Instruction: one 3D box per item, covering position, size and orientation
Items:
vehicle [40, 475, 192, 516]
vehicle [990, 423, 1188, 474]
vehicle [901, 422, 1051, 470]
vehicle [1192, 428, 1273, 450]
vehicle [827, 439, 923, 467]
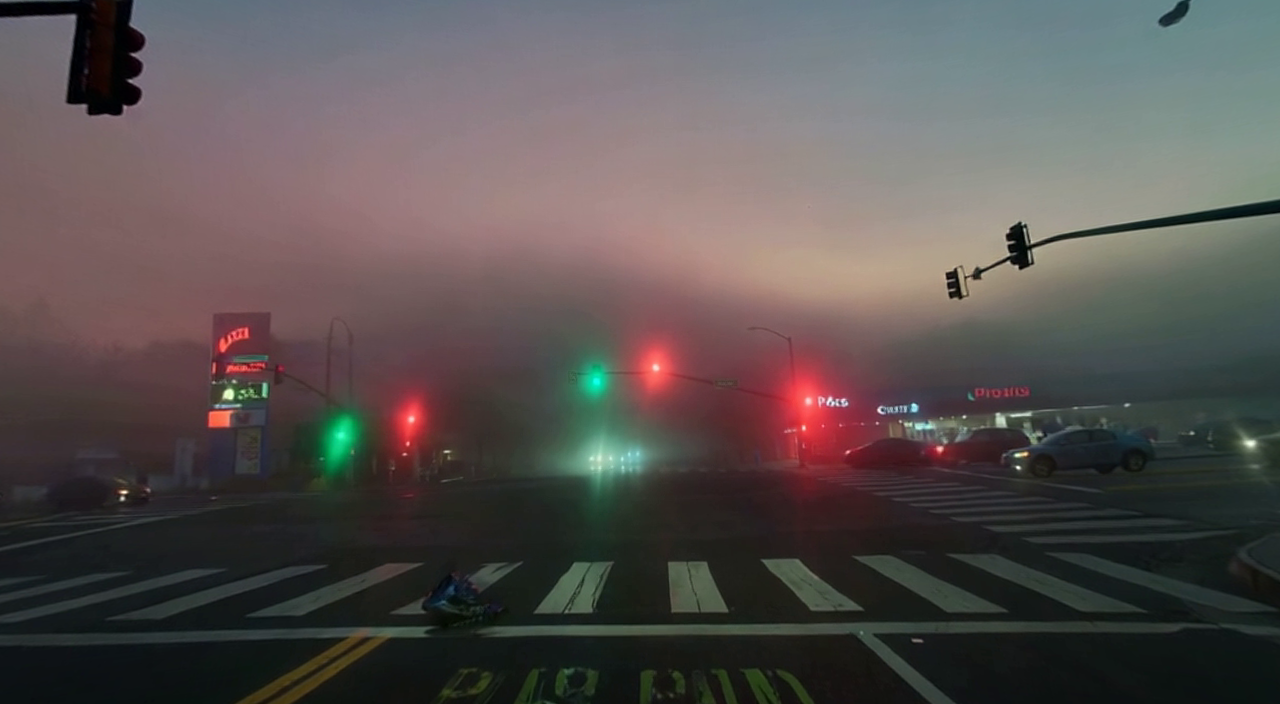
[{"bbox_3d":[-21.141,5.794,25.609,4.676,1.463,1.909,-1,-8,6],"label":"vehicle"},{"bbox_3d":[14.372,3.153,20.613,4.835,1.487,1.913,-4,-9,20],"label":"vehicle"},{"bbox_3d":[13.028,3.726,24.926,4.916,1.730,1.986,-4,-9,21],"label":"vehicle"},{"bbox_3d":[42.068,6.192,44.868,4.347,1.446,1.777,1,-9,-10],"label":"vehicle"},{"bbox_3d":[12.921,5.542,34.726,4.728,1.468,2.083,-4,-9,25],"label":"vehicle"}]
